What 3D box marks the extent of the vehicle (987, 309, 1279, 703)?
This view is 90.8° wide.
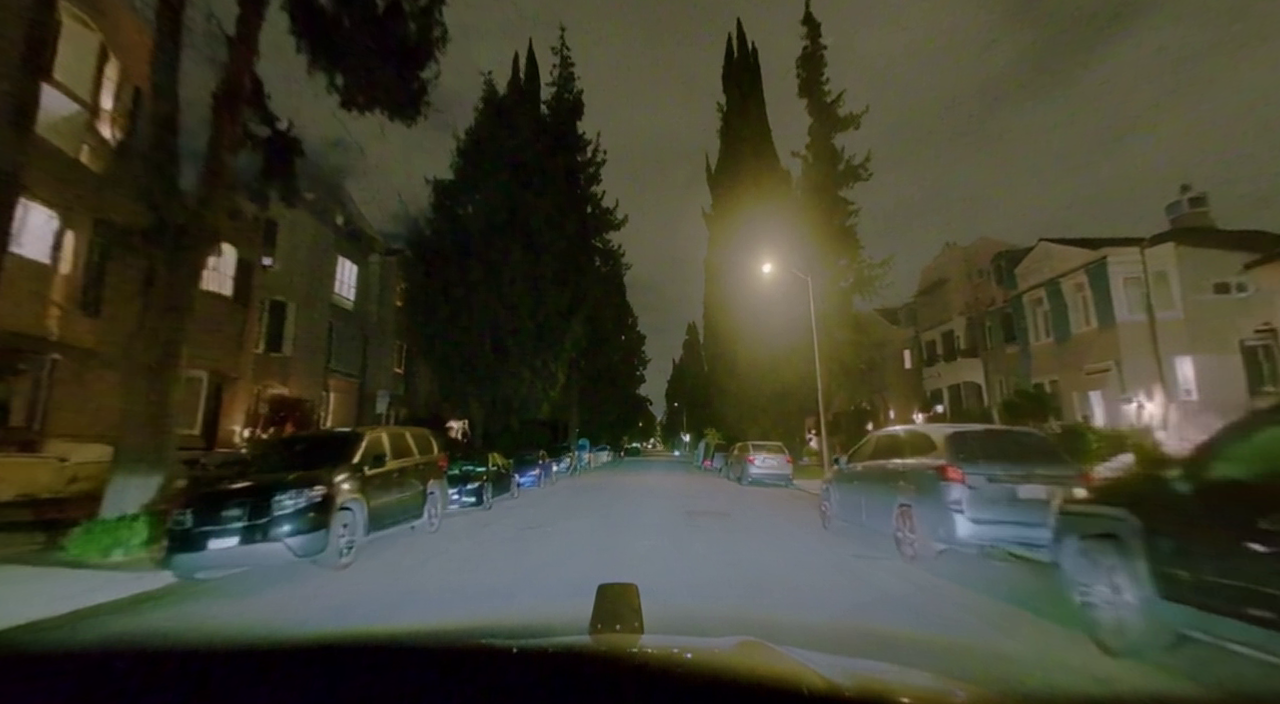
[{"bbox_3d":[3.923,0.704,2.324,1.995,1.944,5.400,0,-8,-3],"label":"vehicle"}]

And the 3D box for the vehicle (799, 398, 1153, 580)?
[{"bbox_3d":[4.071,1.764,9.010,2.214,1.830,4.997,0,-8,-1],"label":"vehicle"}]

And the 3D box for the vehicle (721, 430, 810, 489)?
[{"bbox_3d":[4.480,3.925,23.407,2.306,1.901,4.908,0,-8,0],"label":"vehicle"}]

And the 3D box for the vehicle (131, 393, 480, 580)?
[{"bbox_3d":[-4.562,1.952,10.066,2.461,2.145,5.415,-1,-8,1],"label":"vehicle"}]
